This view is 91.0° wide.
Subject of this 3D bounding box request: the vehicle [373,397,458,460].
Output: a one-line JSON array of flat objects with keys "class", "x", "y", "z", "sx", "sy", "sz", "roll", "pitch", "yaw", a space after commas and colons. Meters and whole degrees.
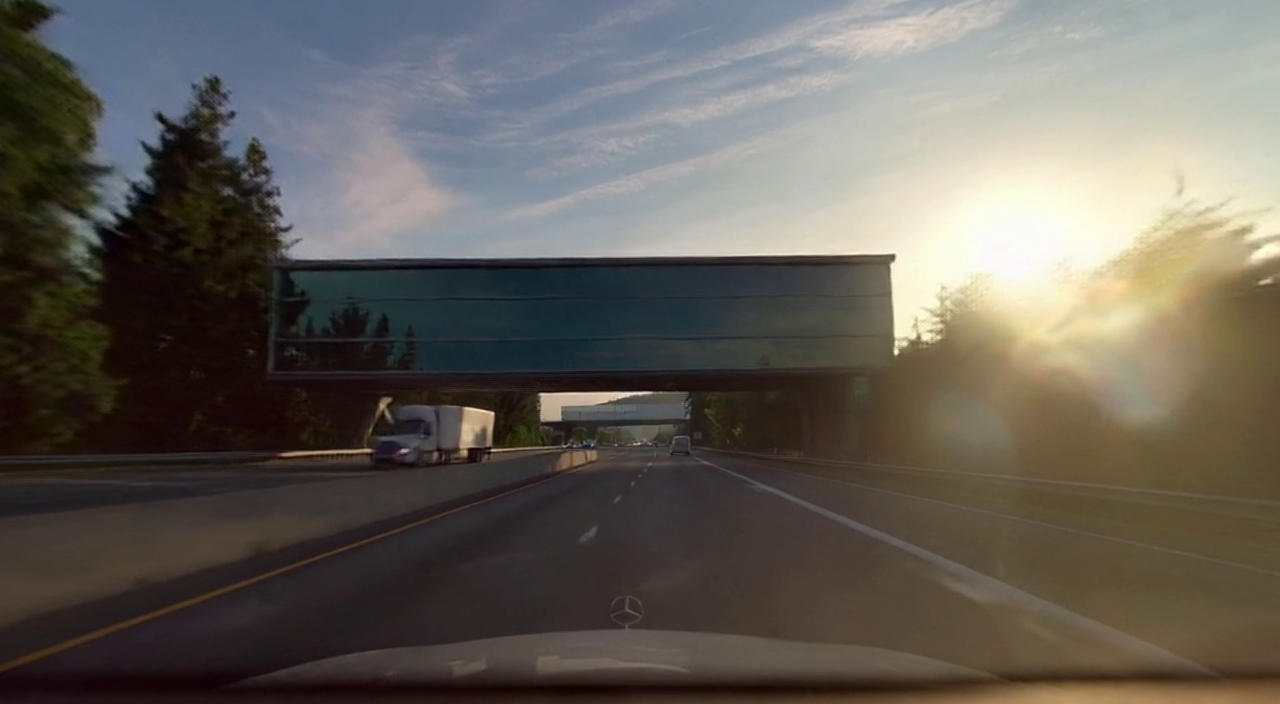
[{"class": "vehicle", "x": -14.893, "y": 5.200, "z": 42.262, "sx": 3.314, "sy": 3.921, "sz": 5.842, "roll": 0, "pitch": -8, "yaw": 2}]
